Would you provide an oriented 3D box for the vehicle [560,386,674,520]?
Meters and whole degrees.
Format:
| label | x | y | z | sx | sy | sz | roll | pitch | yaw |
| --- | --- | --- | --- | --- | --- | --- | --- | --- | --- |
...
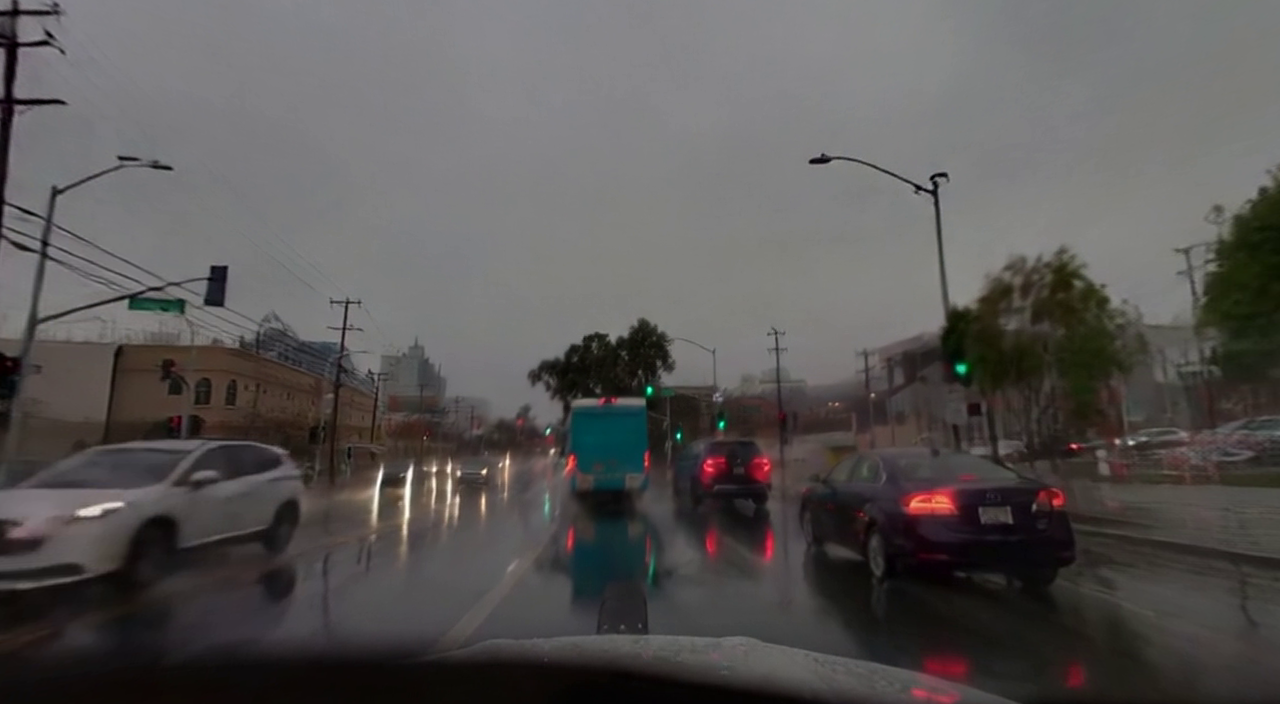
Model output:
| label | x | y | z | sx | sy | sz | roll | pitch | yaw |
| --- | --- | --- | --- | --- | --- | --- | --- | --- | --- |
| vehicle | -0.824 | 2.729 | 17.085 | 2.517 | 2.926 | 6.177 | 1 | -9 | -6 |

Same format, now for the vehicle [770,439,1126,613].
| label | x | y | z | sx | sy | sz | roll | pitch | yaw |
| --- | --- | --- | --- | --- | --- | --- | --- | --- | --- |
| vehicle | 3.229 | 1.911 | 7.935 | 1.978 | 1.507 | 4.636 | 0 | -9 | -2 |

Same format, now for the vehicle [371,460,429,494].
| label | x | y | z | sx | sy | sz | roll | pitch | yaw |
| --- | --- | --- | --- | --- | --- | --- | --- | --- | --- |
| vehicle | -12.891 | 6.695 | 33.972 | 1.959 | 1.636 | 4.159 | 1 | -9 | -8 |

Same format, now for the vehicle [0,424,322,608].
| label | x | y | z | sx | sy | sz | roll | pitch | yaw |
| --- | --- | --- | --- | --- | --- | --- | --- | --- | --- |
| vehicle | -6.330 | 1.916 | 8.245 | 2.058 | 1.730 | 4.466 | 0 | -9 | -2 |

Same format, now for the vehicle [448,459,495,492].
| label | x | y | z | sx | sy | sz | roll | pitch | yaw |
| --- | --- | --- | --- | --- | --- | --- | --- | --- | --- |
| vehicle | -8.614 | 6.343 | 32.438 | 1.878 | 1.540 | 3.939 | 1 | -9 | -9 |

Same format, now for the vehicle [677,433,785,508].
| label | x | y | z | sx | sy | sz | roll | pitch | yaw |
| --- | --- | --- | --- | --- | --- | --- | --- | --- | --- |
| vehicle | 2.574 | 3.584 | 19.394 | 2.157 | 1.944 | 5.423 | 1 | -9 | -4 |
